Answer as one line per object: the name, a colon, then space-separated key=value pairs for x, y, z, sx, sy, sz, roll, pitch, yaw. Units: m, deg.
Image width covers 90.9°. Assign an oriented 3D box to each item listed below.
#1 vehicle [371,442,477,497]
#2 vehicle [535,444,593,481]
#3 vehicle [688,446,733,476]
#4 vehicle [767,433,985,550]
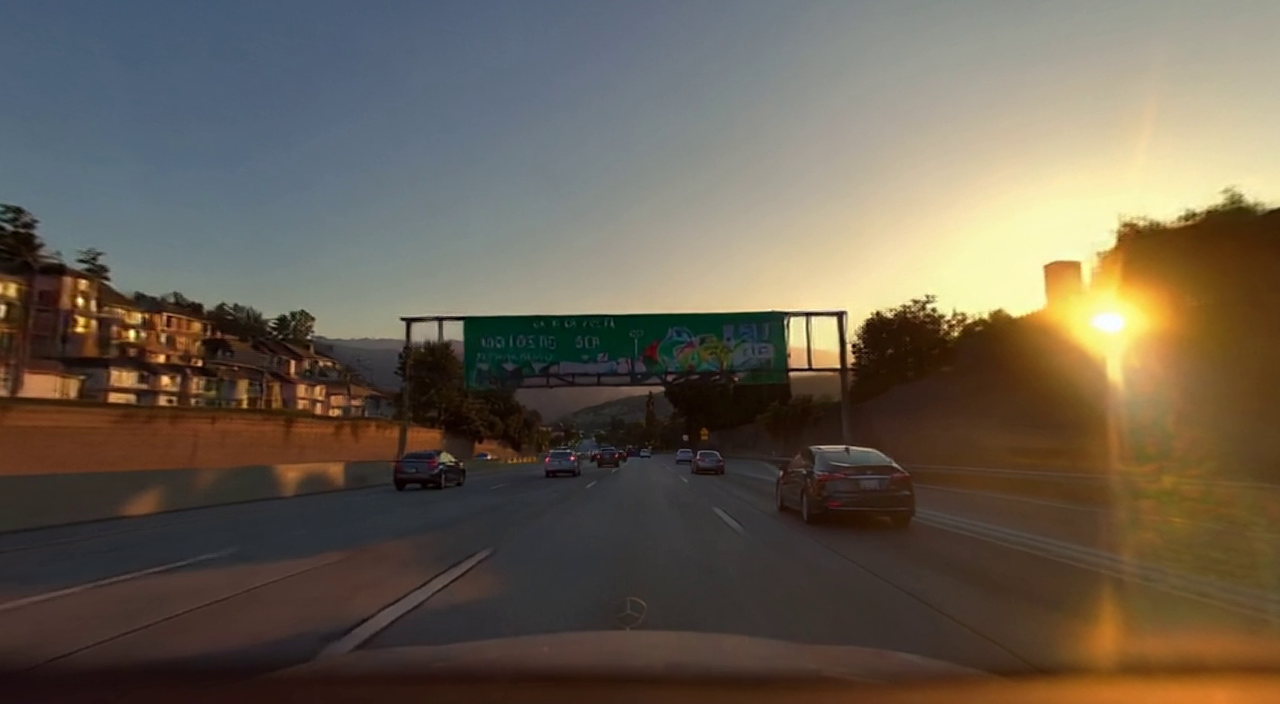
vehicle: x=-7.283 y=3.961 z=21.754 sx=2.057 sy=1.681 sz=4.277 roll=0 pitch=-8 yaw=1
vehicle: x=-3.458 y=5.136 z=29.637 sx=2.136 sy=1.571 sz=4.285 roll=0 pitch=-8 yaw=1
vehicle: x=3.595 y=5.662 z=32.913 sx=1.854 sy=1.438 sz=3.954 roll=0 pitch=-8 yaw=0
vehicle: x=3.523 y=2.137 z=10.425 sx=1.912 sy=1.509 sz=4.291 roll=0 pitch=-8 yaw=0
